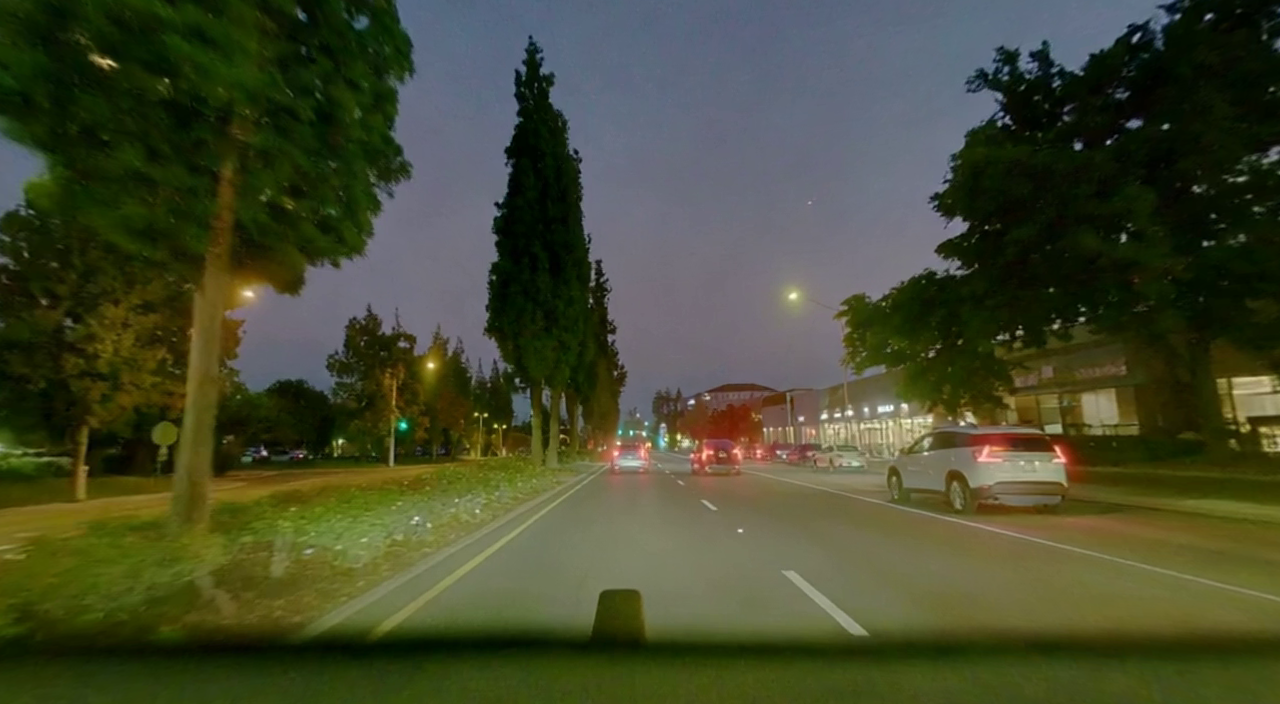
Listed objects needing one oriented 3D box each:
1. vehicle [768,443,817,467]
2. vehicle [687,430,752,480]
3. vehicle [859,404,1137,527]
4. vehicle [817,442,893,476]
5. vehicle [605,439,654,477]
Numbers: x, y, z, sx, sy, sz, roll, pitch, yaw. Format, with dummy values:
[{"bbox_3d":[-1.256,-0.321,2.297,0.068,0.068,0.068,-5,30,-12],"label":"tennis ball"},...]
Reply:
[{"bbox_3d":[10.096,6.836,42.183,2.021,1.481,4.746,0,-8,0],"label":"vehicle"},{"bbox_3d":[3.125,4.167,25.838,1.955,1.845,4.538,0,-8,-1],"label":"vehicle"},{"bbox_3d":[6.653,2.213,12.870,2.240,1.923,5.678,0,-8,-1],"label":"vehicle"},{"bbox_3d":[10.136,5.044,30.146,1.970,1.470,4.602,0,-8,0],"label":"vehicle"},{"bbox_3d":[-0.463,4.708,28.265,2.037,1.568,3.693,0,-8,-1],"label":"vehicle"}]
